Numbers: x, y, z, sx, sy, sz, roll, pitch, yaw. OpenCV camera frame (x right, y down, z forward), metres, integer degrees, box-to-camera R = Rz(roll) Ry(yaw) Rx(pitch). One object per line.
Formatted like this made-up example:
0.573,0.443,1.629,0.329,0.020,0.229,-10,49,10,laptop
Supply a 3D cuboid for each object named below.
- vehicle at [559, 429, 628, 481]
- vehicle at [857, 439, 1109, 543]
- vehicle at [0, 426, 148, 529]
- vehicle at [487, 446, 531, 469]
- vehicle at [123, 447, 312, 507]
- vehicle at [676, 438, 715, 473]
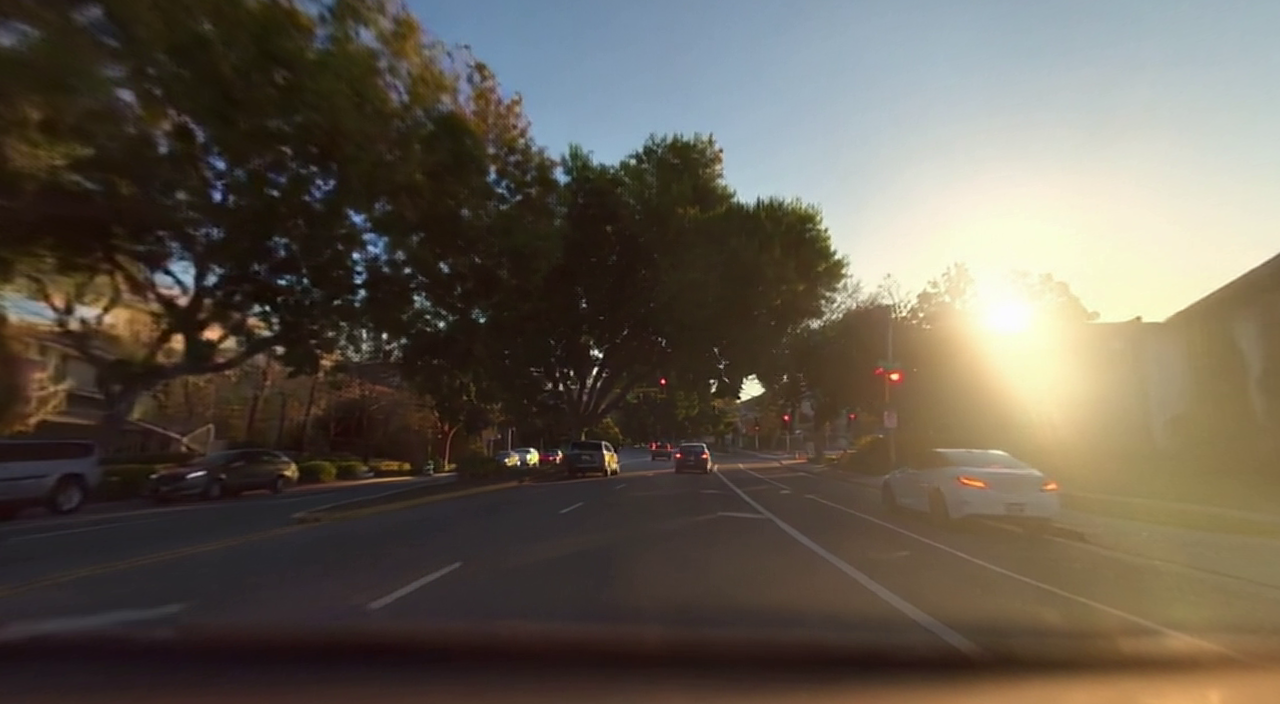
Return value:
-1.706,3.977,24.665,1.877,1.827,4.298,-1,-8,7,vehicle
5.848,2.388,11.731,2.104,1.489,4.962,0,-8,3,vehicle
-12.640,2.395,12.260,2.115,1.853,4.745,-1,-8,4,vehicle
-8.965,7.253,43.533,1.876,1.492,3.790,-1,-9,5,vehicle
-11.911,3.495,18.308,1.782,1.472,4.744,-1,-8,7,vehicle
2.895,5.290,32.543,1.852,1.680,4.488,-1,-8,6,vehicle
